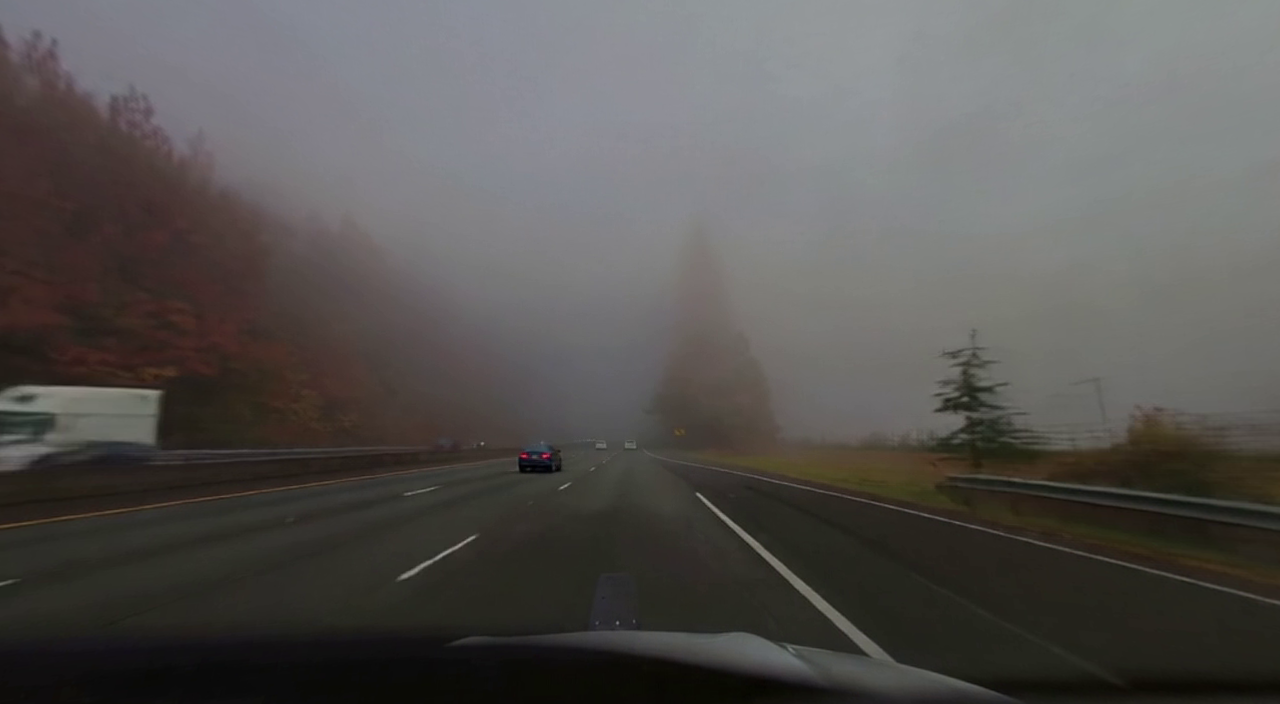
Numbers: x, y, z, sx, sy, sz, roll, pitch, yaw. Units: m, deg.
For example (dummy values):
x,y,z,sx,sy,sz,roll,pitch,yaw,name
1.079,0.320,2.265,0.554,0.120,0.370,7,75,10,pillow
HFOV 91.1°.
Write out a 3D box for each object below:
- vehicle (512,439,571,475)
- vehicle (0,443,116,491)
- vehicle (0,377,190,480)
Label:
x,y,z,sx,sy,sz,roll,pitch,yaw,name
-4.444,4.797,29.004,2.004,1.497,4.260,0,-8,1,vehicle
-21.554,4.047,22.525,1.854,1.490,4.173,0,-8,1,vehicle
-25.305,3.544,28.712,2.937,3.965,8.799,0,-8,-1,vehicle
